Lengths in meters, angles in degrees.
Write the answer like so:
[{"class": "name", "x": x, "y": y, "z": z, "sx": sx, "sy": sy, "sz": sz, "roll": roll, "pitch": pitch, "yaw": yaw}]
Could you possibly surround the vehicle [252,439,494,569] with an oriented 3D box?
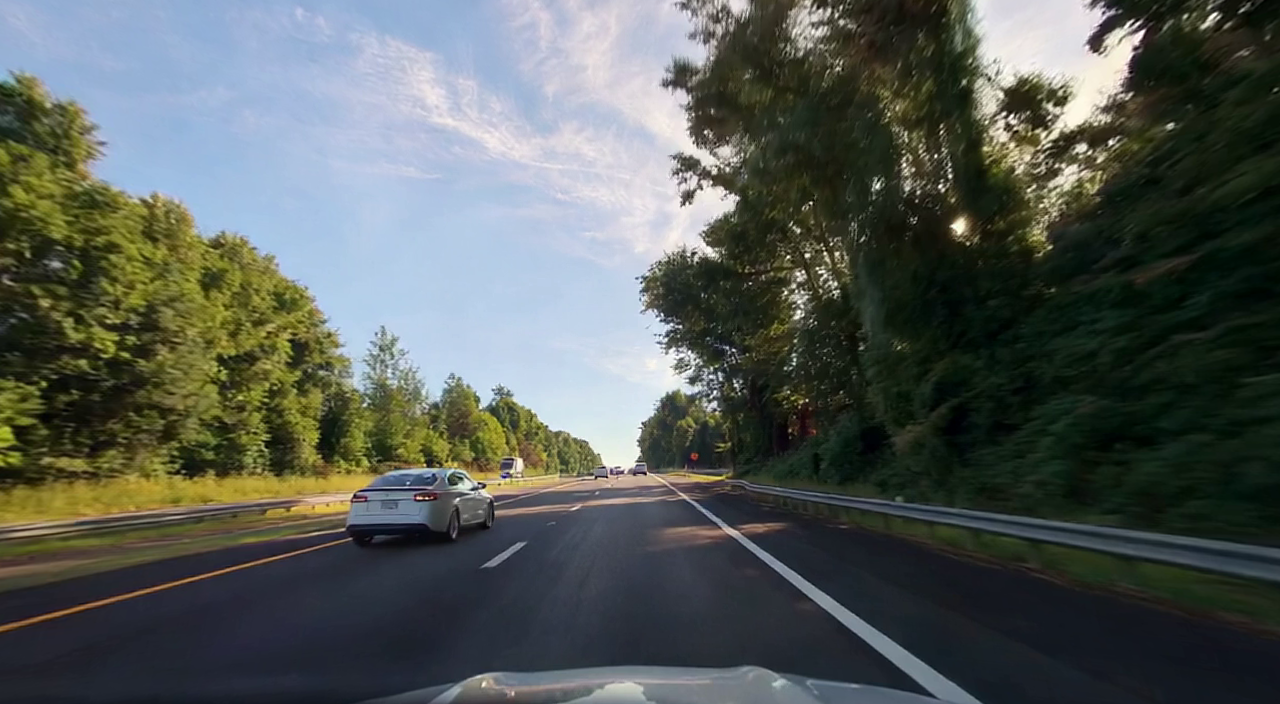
[{"class": "vehicle", "x": -3.799, "y": 2.265, "z": 9.934, "sx": 1.900, "sy": 1.550, "sz": 4.146, "roll": 1, "pitch": -10, "yaw": 1}]
